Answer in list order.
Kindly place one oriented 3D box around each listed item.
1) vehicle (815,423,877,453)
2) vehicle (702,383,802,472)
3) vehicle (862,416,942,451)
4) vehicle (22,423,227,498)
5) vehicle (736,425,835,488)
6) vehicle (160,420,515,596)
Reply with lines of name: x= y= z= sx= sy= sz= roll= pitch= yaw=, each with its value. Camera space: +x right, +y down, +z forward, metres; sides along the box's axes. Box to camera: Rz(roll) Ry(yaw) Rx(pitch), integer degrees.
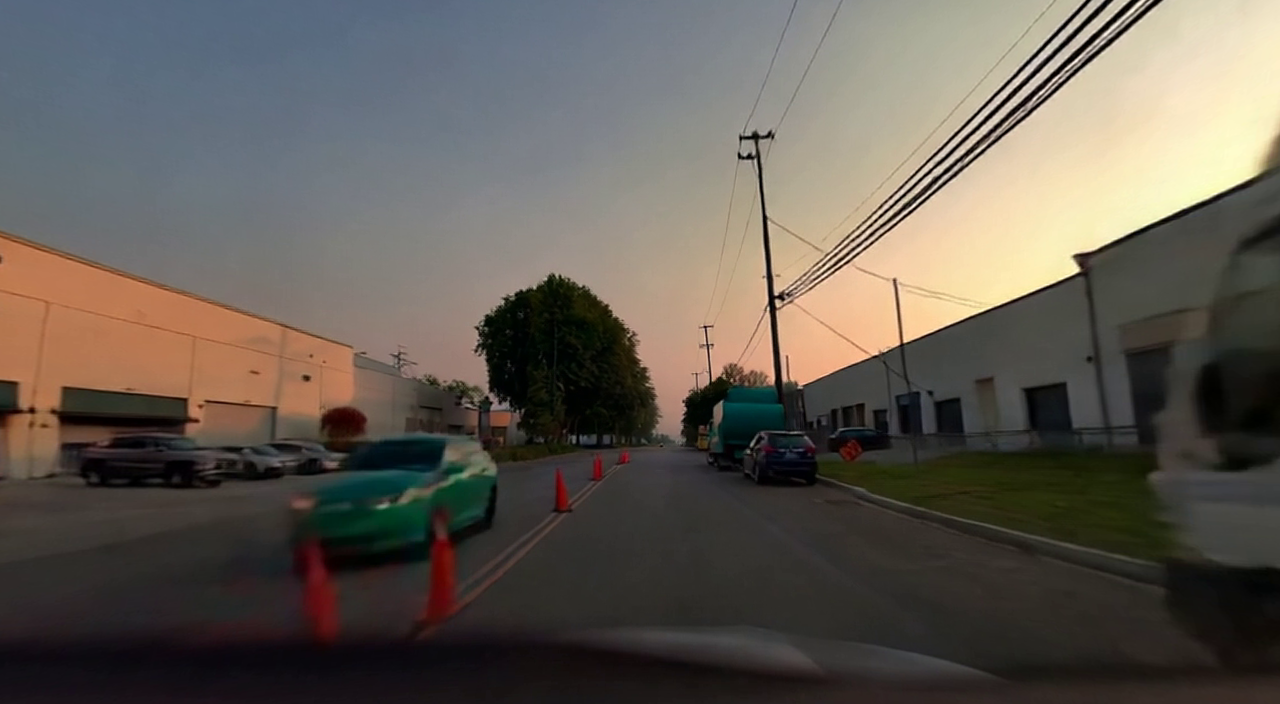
vehicle: x=12.429 y=5.254 z=38.502 sx=1.913 sy=1.672 sz=4.770 roll=0 pitch=-8 yaw=-3
vehicle: x=4.486 y=3.342 z=27.105 sx=3.058 sy=3.269 sz=7.674 roll=0 pitch=-9 yaw=2
vehicle: x=20.274 y=6.316 z=49.082 sx=5.359 sy=2.321 sz=2.243 roll=2 pitch=-7 yaw=9
vehicle: x=-16.344 y=3.519 z=20.598 sx=2.150 sy=1.999 sz=5.425 roll=3 pitch=-9 yaw=-2
vehicle: x=4.316 y=3.182 z=19.546 sx=1.892 sy=1.696 sz=4.332 roll=0 pitch=-8 yaw=-2
vehicle: x=-3.043 y=1.661 z=7.695 sx=1.988 sy=1.479 sz=4.485 roll=-1 pitch=-8 yaw=2
